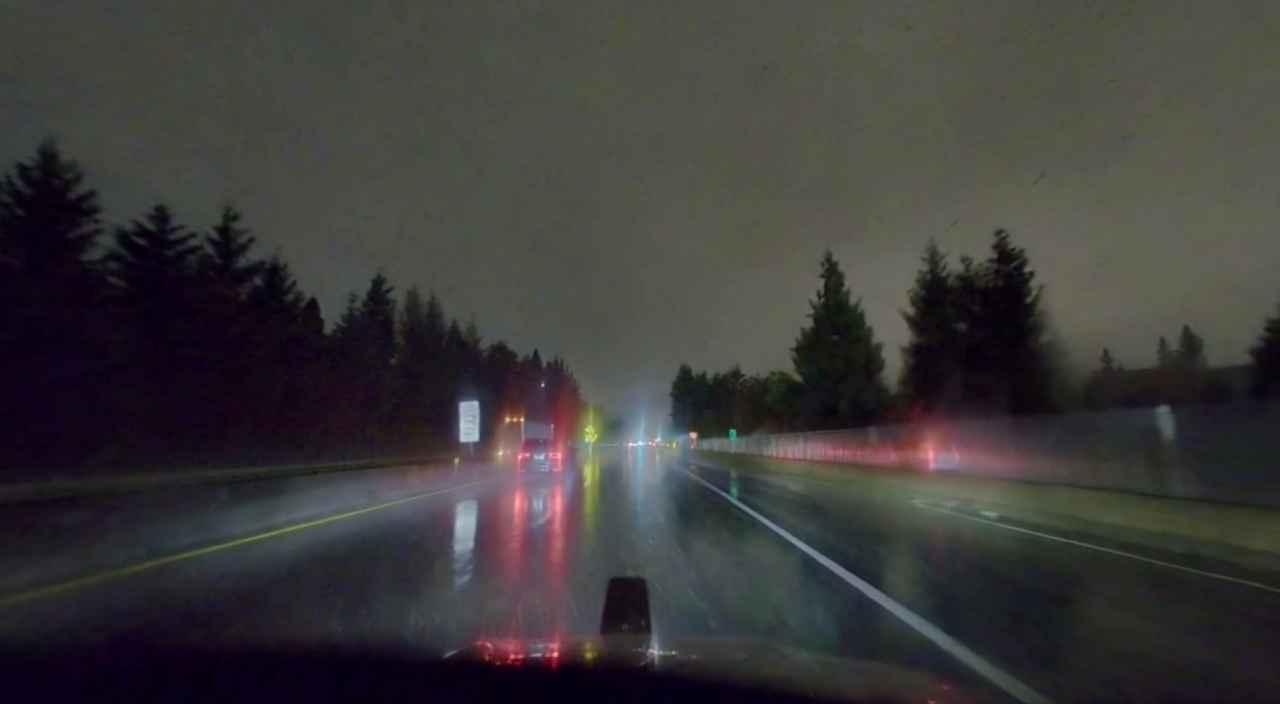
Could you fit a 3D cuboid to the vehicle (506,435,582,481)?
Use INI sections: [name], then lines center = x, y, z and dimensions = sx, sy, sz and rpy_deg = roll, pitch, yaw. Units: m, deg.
[vehicle]
center = -3.415, 3.852, 23.196
dimensions = 2.051, 1.531, 4.250
rpy_deg = 0, -8, 1
